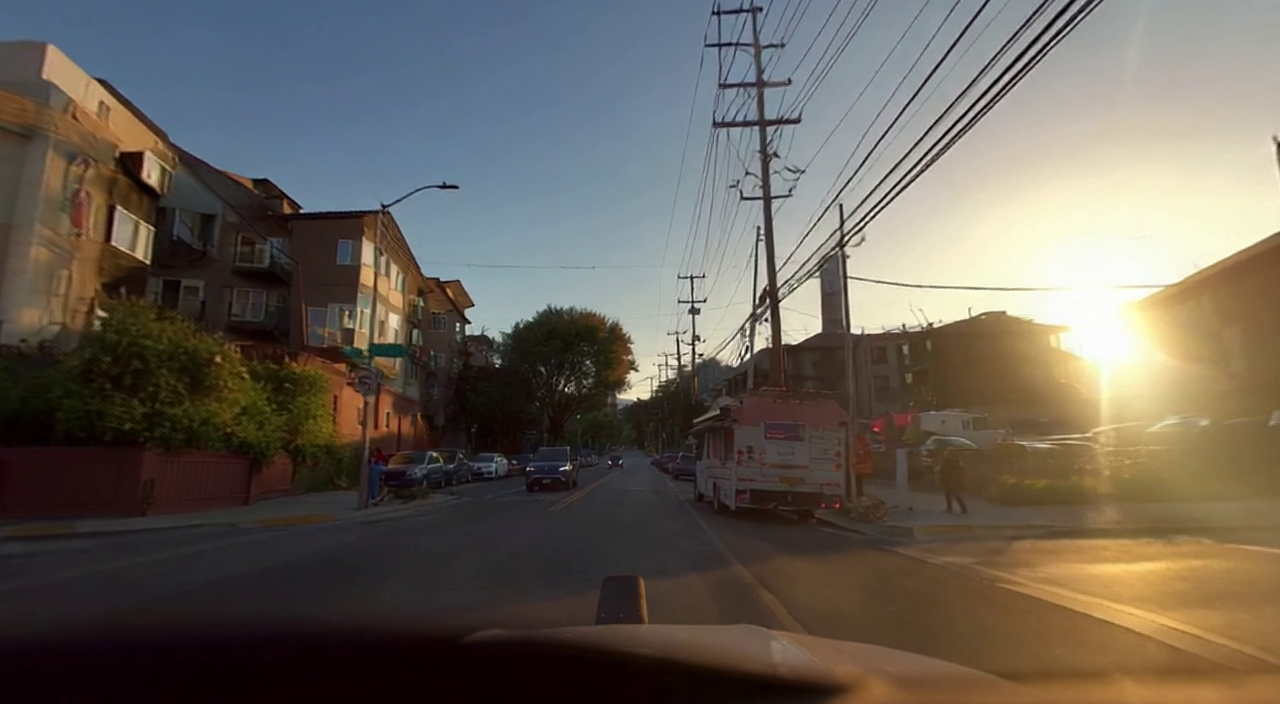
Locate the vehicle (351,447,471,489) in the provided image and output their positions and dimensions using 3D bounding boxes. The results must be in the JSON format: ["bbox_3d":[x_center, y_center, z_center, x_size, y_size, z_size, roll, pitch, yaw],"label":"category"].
[{"bbox_3d":[-10.783,5.471,30.028,5.093,1.855,2.338,3,-10,-20],"label":"vehicle"}]

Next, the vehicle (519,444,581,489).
[{"bbox_3d":[-3.641,4.678,26.198,1.952,1.708,4.096,0,-8,0],"label":"vehicle"}]

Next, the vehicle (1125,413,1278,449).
[{"bbox_3d":[23.426,3.313,26.474,4.641,1.441,1.745,0,-8,1],"label":"vehicle"}]

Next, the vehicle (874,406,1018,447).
[{"bbox_3d":[11.227,2.783,23.389,4.396,1.459,1.749,0,-8,-2],"label":"vehicle"}]

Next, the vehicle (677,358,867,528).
[{"bbox_3d":[2.822,2.346,16.396,2.886,3.321,7.809,0,-8,-3],"label":"vehicle"}]
